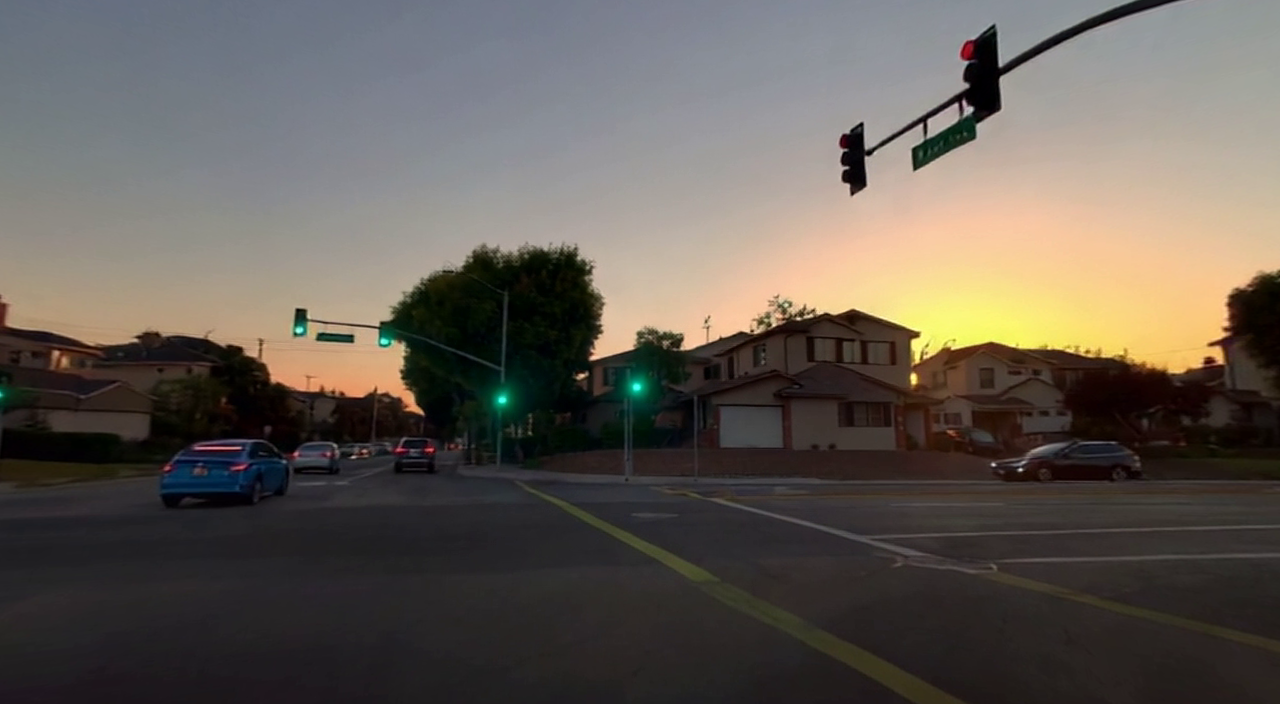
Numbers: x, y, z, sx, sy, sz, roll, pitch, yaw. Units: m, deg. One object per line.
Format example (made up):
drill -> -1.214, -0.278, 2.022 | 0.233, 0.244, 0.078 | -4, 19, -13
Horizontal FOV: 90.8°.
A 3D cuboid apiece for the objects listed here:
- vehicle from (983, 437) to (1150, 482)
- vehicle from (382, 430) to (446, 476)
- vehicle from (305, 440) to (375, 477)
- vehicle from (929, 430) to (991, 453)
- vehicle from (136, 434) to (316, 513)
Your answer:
vehicle -> 14.427, 3.639, 21.561 | 4.353, 1.431, 1.876 | 0, -8, -2
vehicle -> -10.252, 4.590, 29.005 | 2.396, 1.881, 4.606 | 2, -9, -15
vehicle -> -13.090, 4.652, 27.875 | 1.934, 1.459, 4.368 | 2, -9, -14
vehicle -> 22.568, 6.346, 44.758 | 1.905, 1.483, 4.322 | -1, -8, -4
vehicle -> -9.169, 2.670, 14.546 | 1.977, 1.488, 4.741 | 2, -9, -15
